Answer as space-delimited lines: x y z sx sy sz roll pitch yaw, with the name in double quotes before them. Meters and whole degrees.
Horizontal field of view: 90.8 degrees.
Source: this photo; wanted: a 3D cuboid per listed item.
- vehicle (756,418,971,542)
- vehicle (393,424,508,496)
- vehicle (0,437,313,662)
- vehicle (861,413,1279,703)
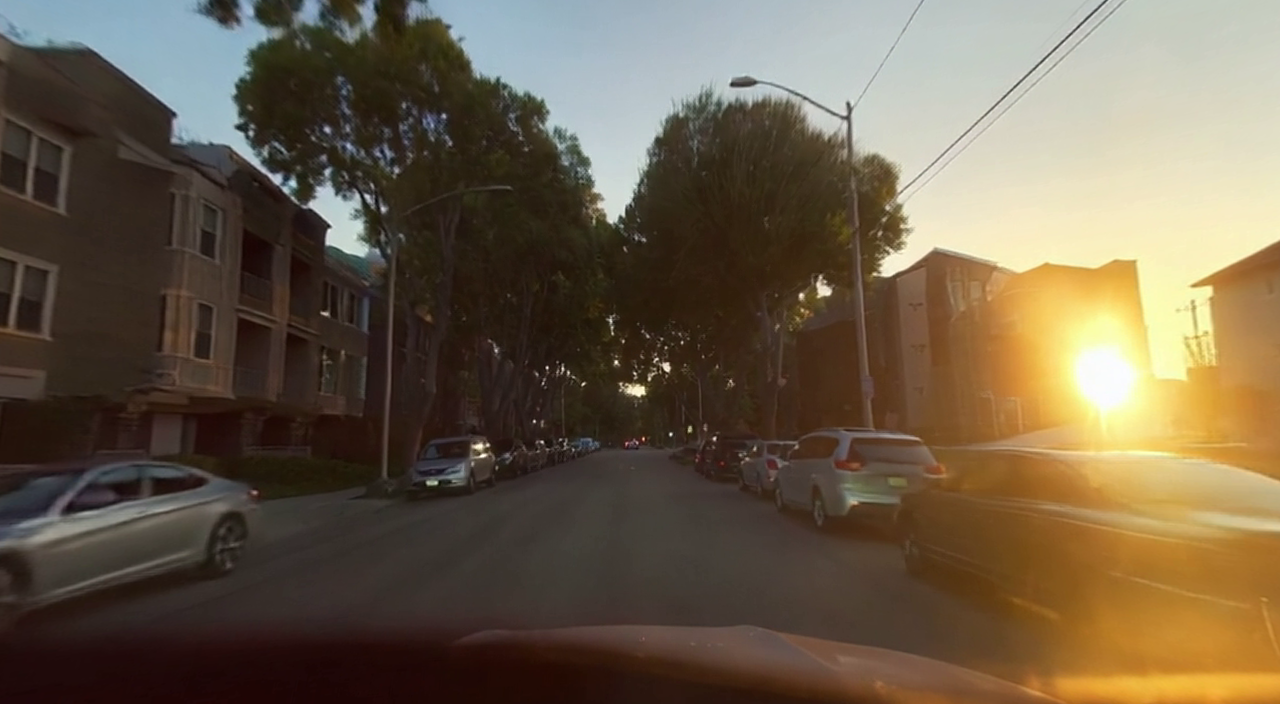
"vehicle" 3.426 2.050 10.813 1.964 1.646 4.543 0 -8 -1
"vehicle" -5.476 3.176 18.985 2.069 1.881 4.697 0 -8 -1
"vehicle" -5.220 1.521 5.726 2.080 1.458 4.511 0 -8 0
"vehicle" 3.631 1.369 5.264 1.886 1.493 4.646 0 -8 0
